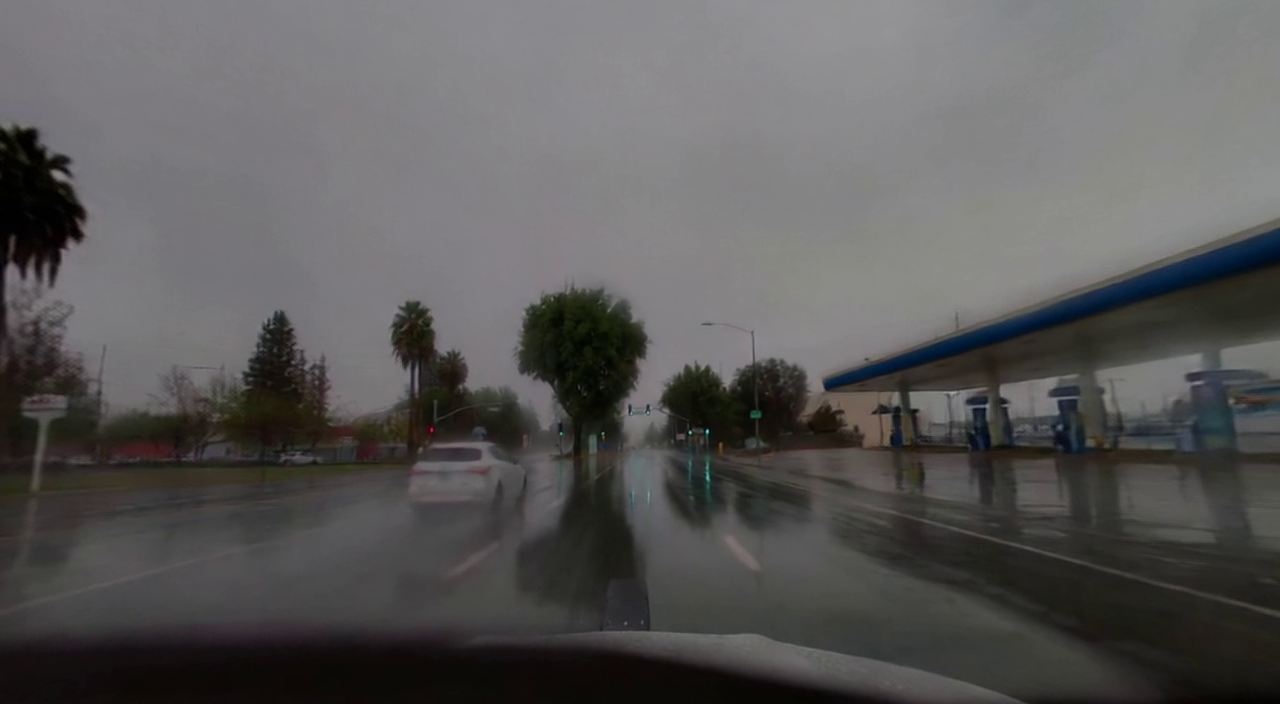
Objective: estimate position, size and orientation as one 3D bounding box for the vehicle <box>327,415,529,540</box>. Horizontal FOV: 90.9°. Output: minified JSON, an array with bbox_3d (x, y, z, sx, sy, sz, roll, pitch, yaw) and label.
[{"bbox_3d":[-3.412,2.126,11.269,2.011,1.756,4.478,-1,-9,1],"label":"vehicle"}]
